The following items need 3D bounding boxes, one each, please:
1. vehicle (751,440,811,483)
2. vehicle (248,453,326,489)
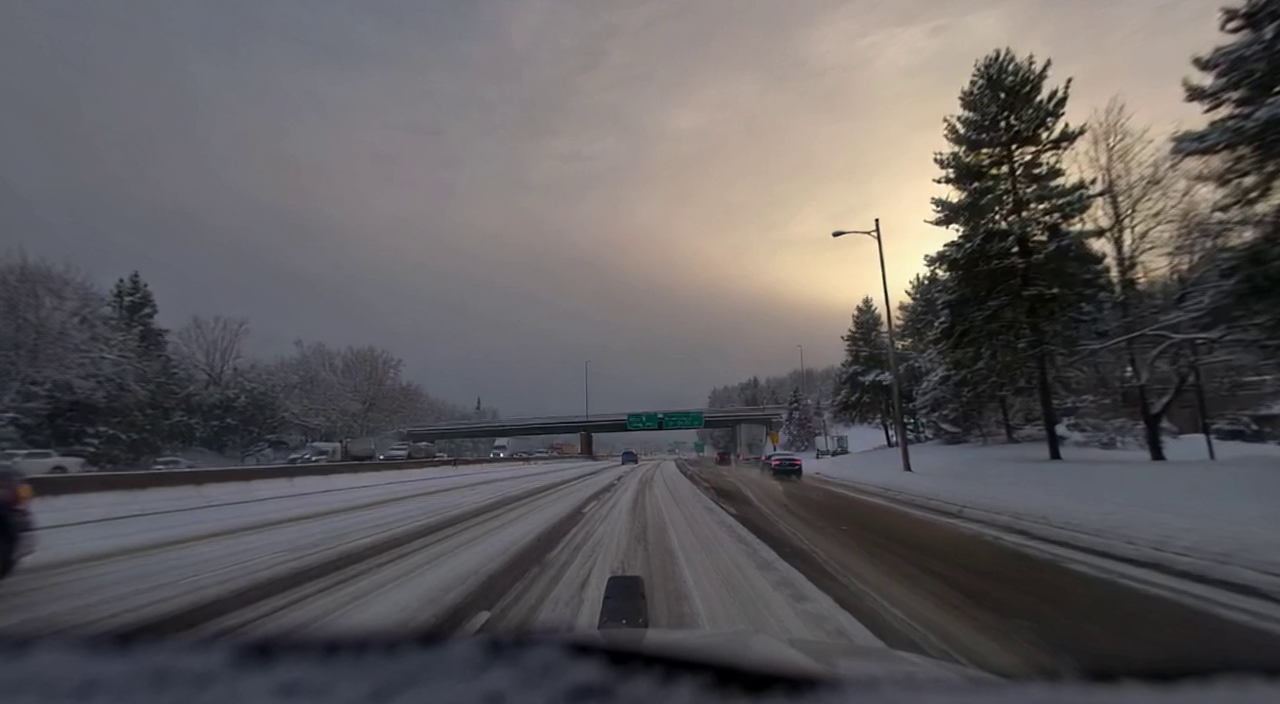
[{"bbox_3d":[6.848,5.342,31.124,2.146,1.929,4.388,-1,-8,4],"label":"vehicle"},{"bbox_3d":[-23.122,7.780,41.570,2.080,2.095,4.988,0,-8,2],"label":"vehicle"}]
